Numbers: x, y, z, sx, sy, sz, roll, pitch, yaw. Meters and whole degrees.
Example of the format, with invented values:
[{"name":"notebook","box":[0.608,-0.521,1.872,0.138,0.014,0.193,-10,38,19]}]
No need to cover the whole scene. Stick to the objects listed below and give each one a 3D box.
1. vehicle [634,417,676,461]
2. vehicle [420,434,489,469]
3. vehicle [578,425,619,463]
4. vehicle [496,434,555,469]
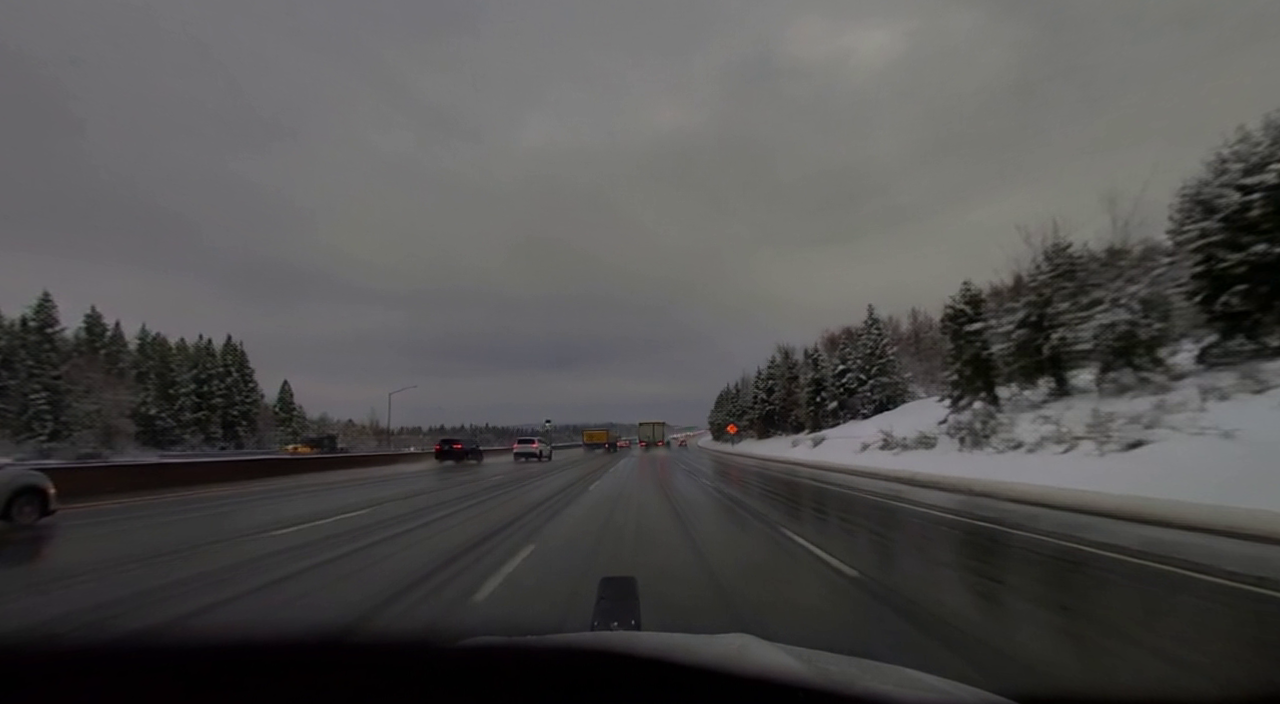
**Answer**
[{"name":"vehicle","box":[1.077,6.226,45.239,2.768,2.854,6.757,0,-8,1]},{"name":"vehicle","box":[-10.195,5.535,35.252,2.080,1.777,5.450,0,-8,1]},{"name":"vehicle","box":[-2.812,6.484,44.422,2.328,2.519,5.238,0,-8,3]},{"name":"vehicle","box":[-6.442,5.662,36.131,2.206,1.838,4.889,0,-8,3]}]
